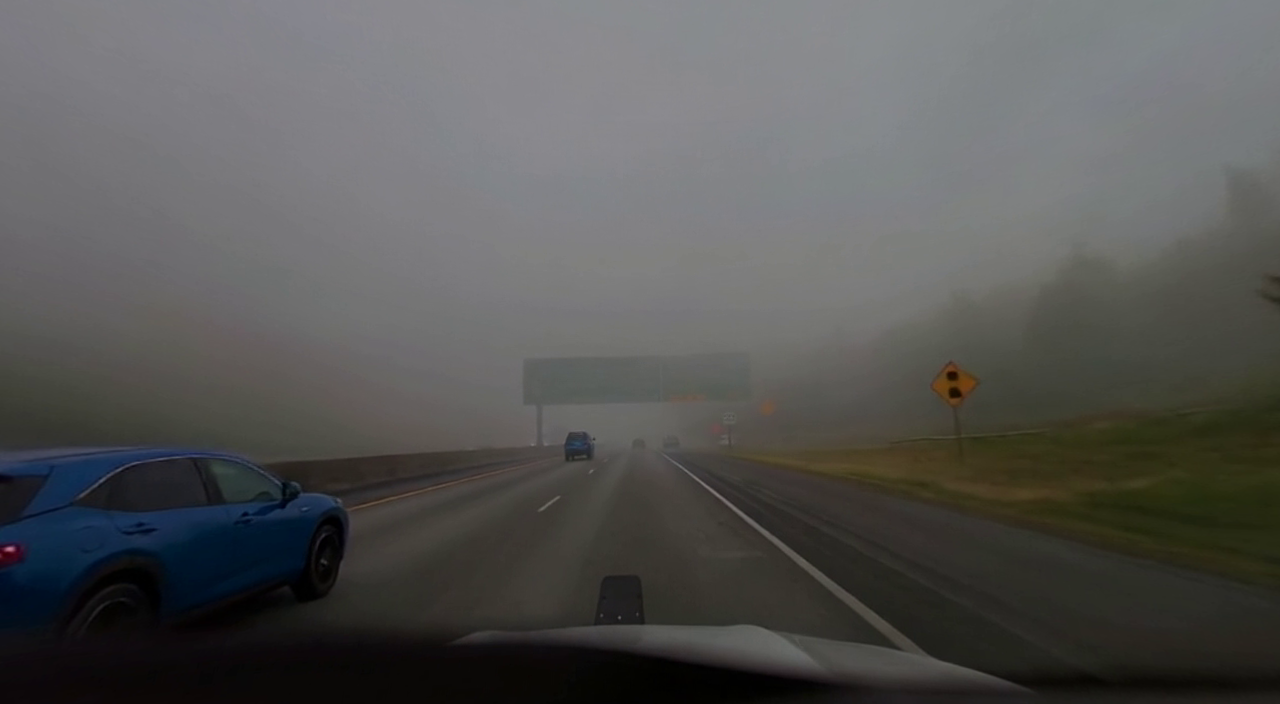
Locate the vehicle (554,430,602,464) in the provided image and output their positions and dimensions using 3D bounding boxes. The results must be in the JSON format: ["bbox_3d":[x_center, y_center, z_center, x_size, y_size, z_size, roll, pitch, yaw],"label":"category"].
[{"bbox_3d":[-3.274,5.109,33.867,2.125,1.662,4.336,0,-8,0],"label":"vehicle"}]
